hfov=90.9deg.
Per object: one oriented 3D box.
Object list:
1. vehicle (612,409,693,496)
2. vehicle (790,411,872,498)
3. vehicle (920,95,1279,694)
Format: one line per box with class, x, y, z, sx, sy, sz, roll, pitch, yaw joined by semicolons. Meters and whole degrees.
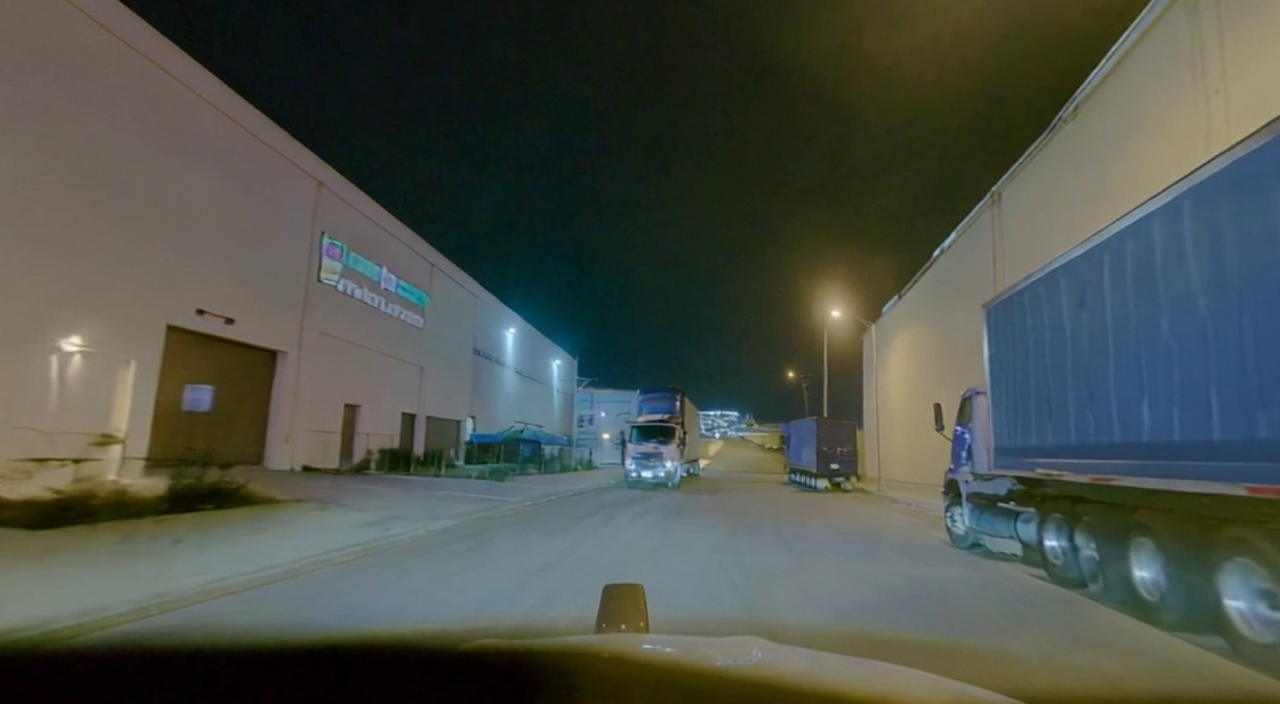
vehicle;0.913;5.539;35.279;3.111;4.217;7.722;-2;-8;12
vehicle;11.838;6.416;40.276;3.132;4.690;11.286;-1;-8;8
vehicle;6.974;0.794;8.025;2.966;4.658;11.455;-1;-8;8
